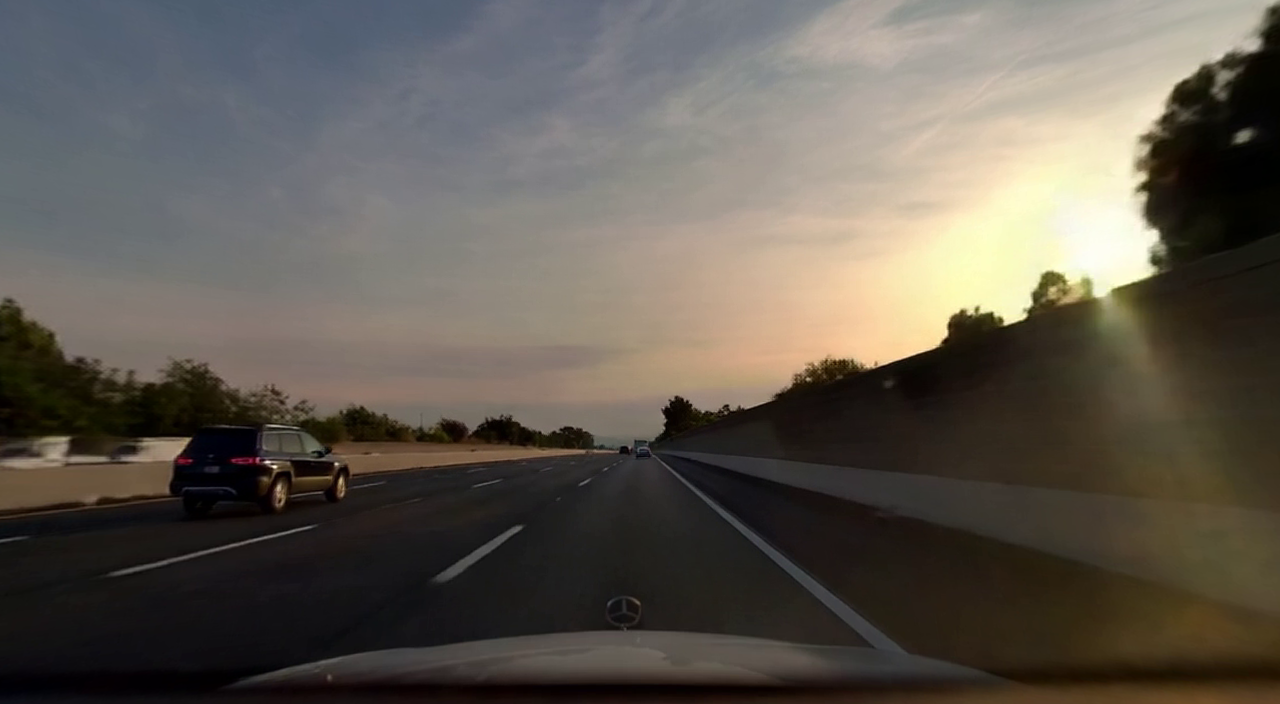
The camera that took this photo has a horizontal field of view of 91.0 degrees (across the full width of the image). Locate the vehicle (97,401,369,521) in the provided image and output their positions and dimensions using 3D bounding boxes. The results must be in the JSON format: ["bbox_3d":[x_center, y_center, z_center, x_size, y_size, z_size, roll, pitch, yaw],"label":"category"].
[{"bbox_3d":[-7.763,2.158,12.864,2.163,1.947,4.959,0,-8,0],"label":"vehicle"}]

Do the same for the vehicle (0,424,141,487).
[{"bbox_3d":[-36.393,6.340,38.888,3.035,3.387,9.747,0,-9,0],"label":"vehicle"}]
